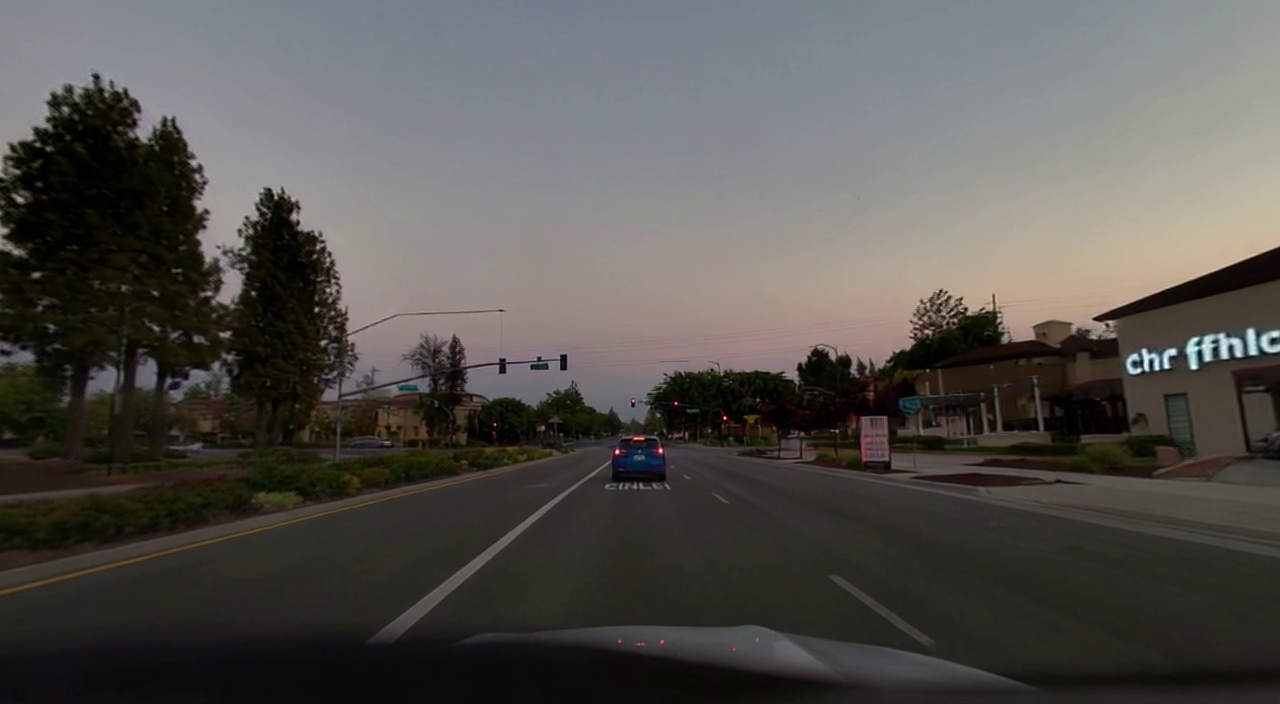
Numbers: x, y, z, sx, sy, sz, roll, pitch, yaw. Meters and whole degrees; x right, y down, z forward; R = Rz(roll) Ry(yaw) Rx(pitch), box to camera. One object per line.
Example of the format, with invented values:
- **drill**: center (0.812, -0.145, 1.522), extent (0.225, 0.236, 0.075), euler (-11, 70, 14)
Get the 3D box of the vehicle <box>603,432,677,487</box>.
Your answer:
- **vehicle**: center (-0.049, 3.288, 19.651), extent (2.028, 1.478, 4.545), euler (0, -8, -1)
